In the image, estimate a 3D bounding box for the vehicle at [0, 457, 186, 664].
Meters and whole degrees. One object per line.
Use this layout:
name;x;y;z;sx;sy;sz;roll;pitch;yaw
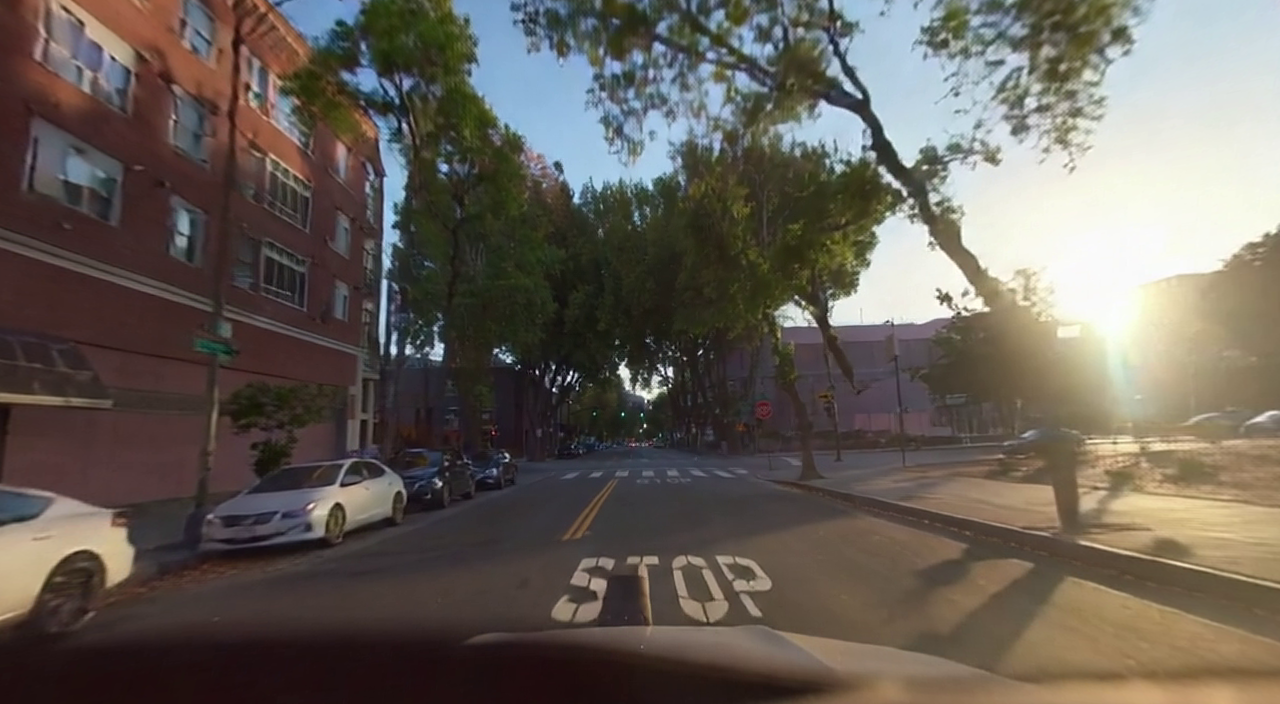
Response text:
vehicle;-5.619;1.508;4.299;1.834;1.463;4.337;0;-8;-1

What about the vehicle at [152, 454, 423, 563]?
vehicle;-5.683;2.544;11.062;2.131;1.407;4.547;0;-8;0

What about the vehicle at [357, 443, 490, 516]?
vehicle;-5.492;3.243;16.686;1.901;1.631;4.570;0;-8;0
